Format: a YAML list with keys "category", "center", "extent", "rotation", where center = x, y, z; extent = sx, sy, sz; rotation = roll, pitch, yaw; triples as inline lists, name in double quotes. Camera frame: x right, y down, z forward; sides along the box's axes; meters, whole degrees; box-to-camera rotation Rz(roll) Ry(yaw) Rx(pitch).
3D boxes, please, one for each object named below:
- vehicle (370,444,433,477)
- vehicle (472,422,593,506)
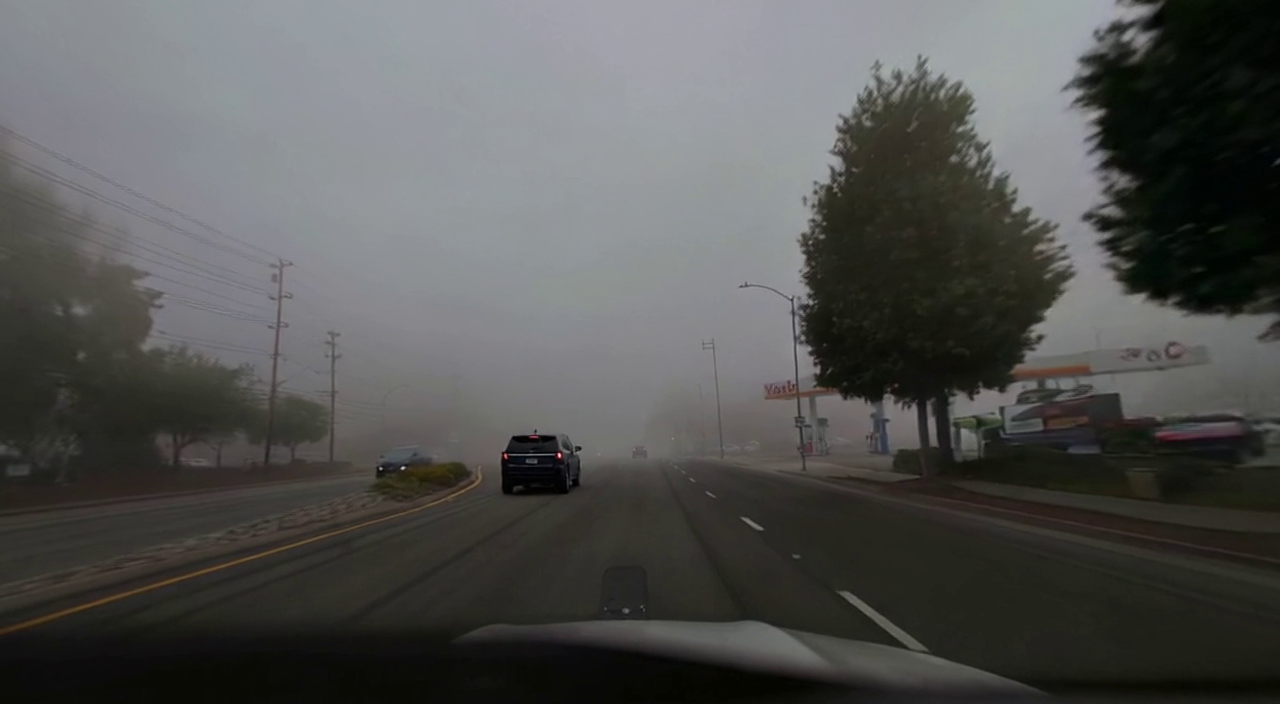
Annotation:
- category: "vehicle"
  center: [-13.156, 5.991, 35.030]
  extent: [1.825, 1.705, 4.234]
  rotation: [0, -8, 0]
- category: "vehicle"
  center: [-2.556, 2.827, 16.401]
  extent: [2.190, 1.844, 4.751]
  rotation: [0, -8, 2]
